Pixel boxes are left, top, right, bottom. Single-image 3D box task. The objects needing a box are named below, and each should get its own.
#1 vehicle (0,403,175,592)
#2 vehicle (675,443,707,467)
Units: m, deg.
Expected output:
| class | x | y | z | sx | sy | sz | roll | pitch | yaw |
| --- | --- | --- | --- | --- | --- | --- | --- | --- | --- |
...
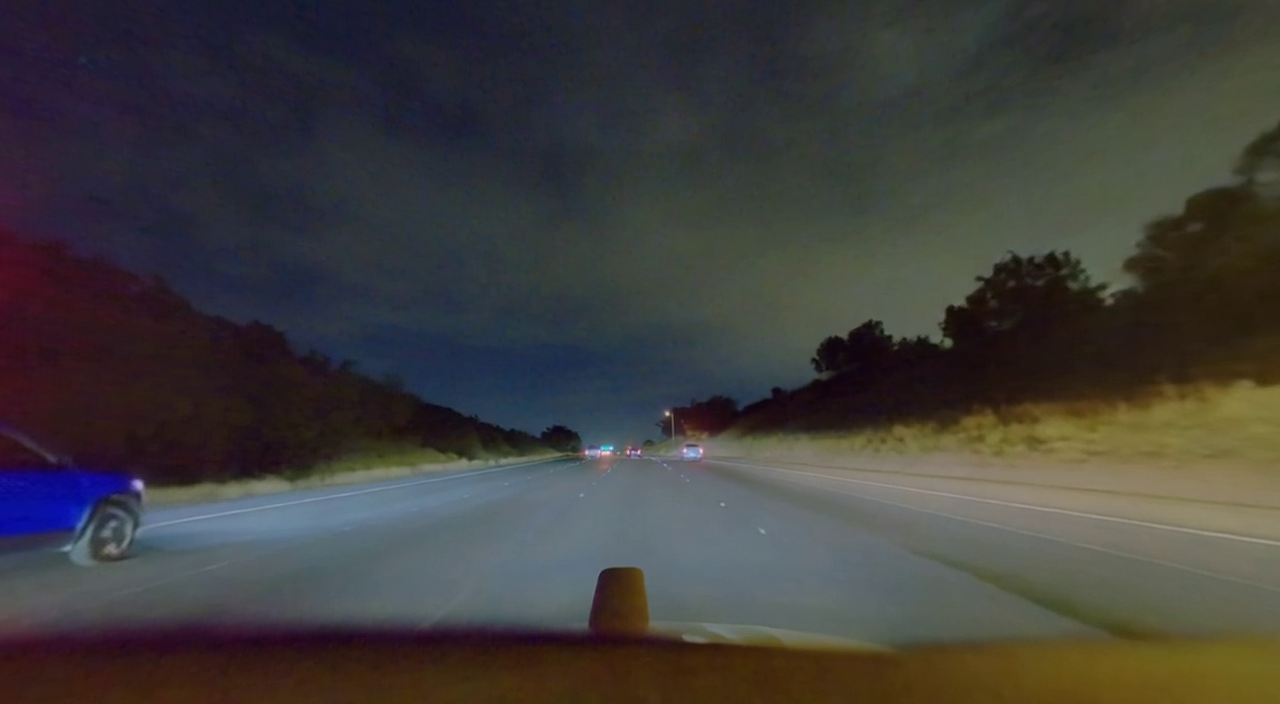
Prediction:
| class | x | y | z | sx | sy | sz | roll | pitch | yaw |
| --- | --- | --- | --- | --- | --- | --- | --- | --- | --- |
| vehicle | -7.182 | 1.326 | 5.594 | 2.285 | 1.759 | 4.968 | 0 | -8 | 0 |
| vehicle | 3.858 | 7.857 | 48.445 | 1.995 | 1.712 | 4.206 | 0 | -8 | -2 |
